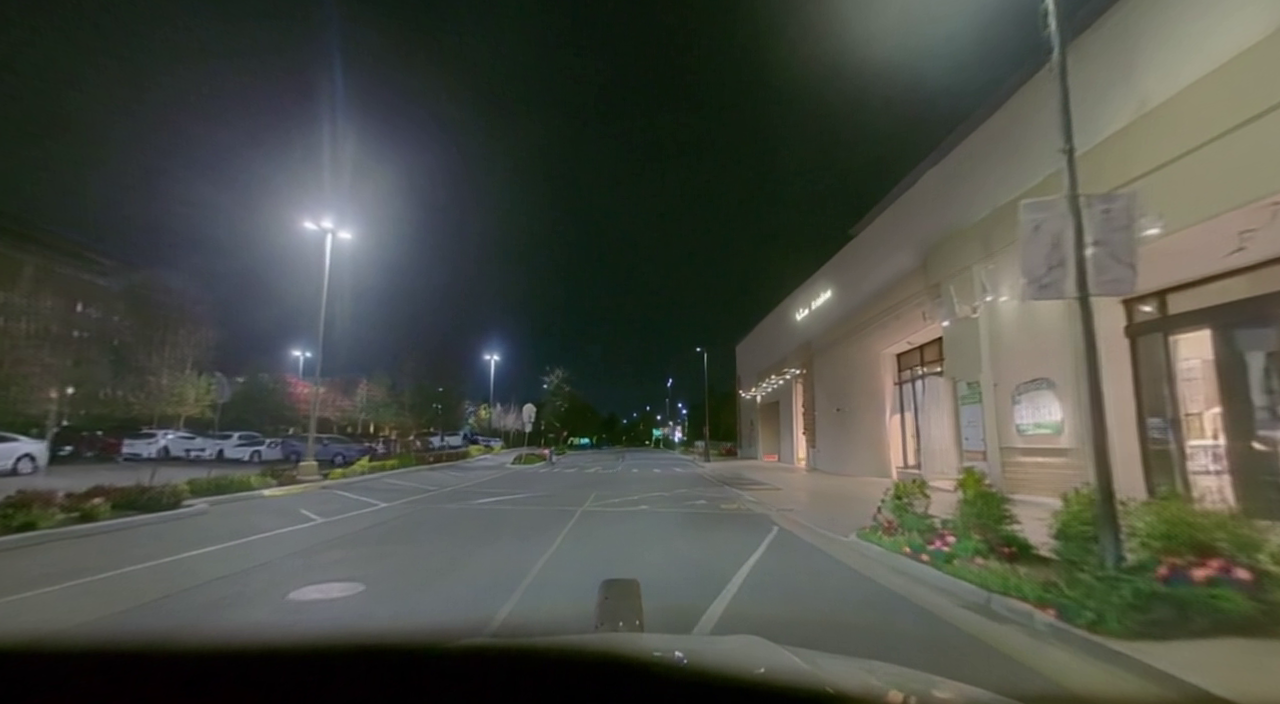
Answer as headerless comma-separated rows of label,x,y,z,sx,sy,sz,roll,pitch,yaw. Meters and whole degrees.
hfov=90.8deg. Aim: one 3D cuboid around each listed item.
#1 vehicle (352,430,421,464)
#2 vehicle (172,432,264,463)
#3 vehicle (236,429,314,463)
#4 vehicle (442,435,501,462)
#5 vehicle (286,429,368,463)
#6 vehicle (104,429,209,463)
vehicle,-12.998,4.915,32.724,1.892,1.597,4.259,0,-8,-2
vehicle,-21.377,4.868,32.210,1.909,1.474,3.908,0,-8,2
vehicle,-18.741,4.826,32.616,1.902,1.645,3.903,0,-7,-5
vehicle,-10.248,5.920,38.855,1.891,1.464,4.646,2,-8,6
vehicle,-15.920,4.828,32.389,1.928,1.613,4.197,0,-8,2
vehicle,-24.350,4.749,32.040,1.773,1.498,4.085,3,-8,6
